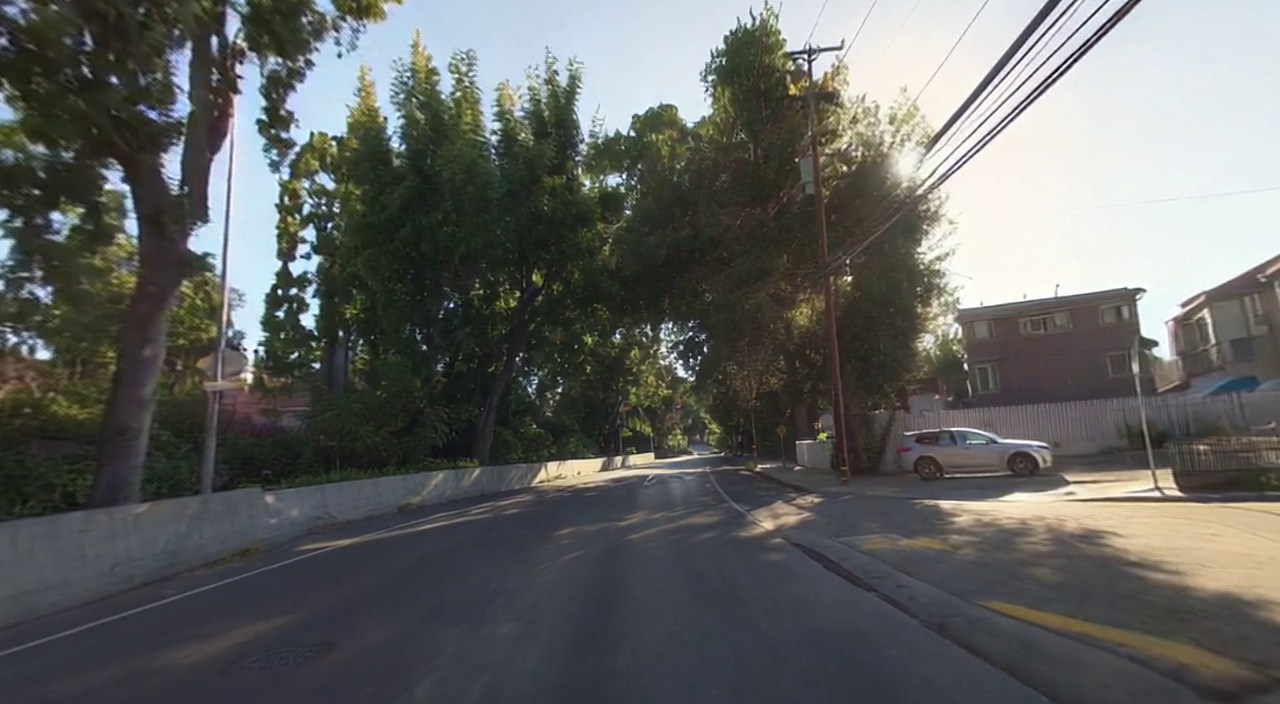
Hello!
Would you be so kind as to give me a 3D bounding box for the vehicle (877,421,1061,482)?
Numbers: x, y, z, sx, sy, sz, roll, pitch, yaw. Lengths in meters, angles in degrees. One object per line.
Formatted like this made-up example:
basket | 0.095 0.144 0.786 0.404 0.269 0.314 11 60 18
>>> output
vehicle | 10.098 3.097 19.685 4.614 1.764 1.860 -1 -8 5
